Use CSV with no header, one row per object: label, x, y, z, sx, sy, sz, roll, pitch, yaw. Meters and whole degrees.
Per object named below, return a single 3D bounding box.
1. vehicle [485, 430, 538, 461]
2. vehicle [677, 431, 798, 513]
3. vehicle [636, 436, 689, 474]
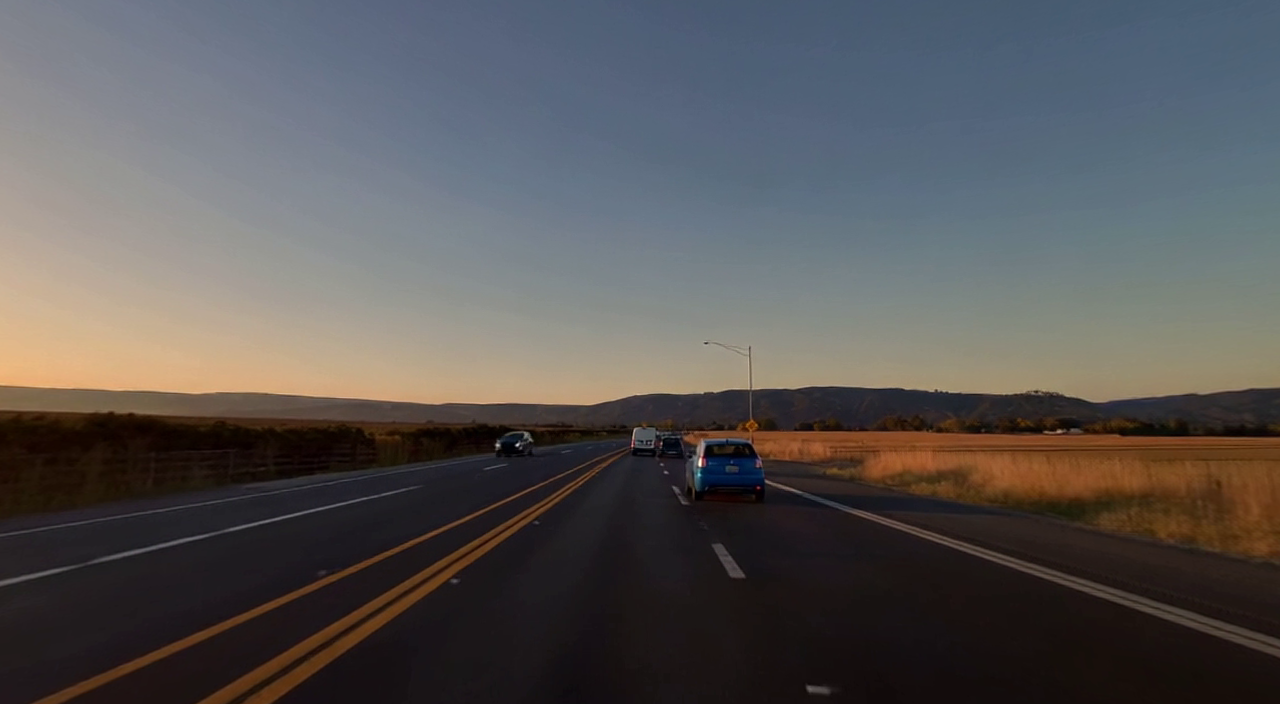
vehicle,-7.673,5.662,38.107,2.070,1.744,4.472,0,-8,2
vehicle,1.977,2.587,14.067,2.007,1.534,3.976,0,-8,-1
vehicle,0.885,4.463,27.544,2.026,1.531,4.273,0,-8,-2
